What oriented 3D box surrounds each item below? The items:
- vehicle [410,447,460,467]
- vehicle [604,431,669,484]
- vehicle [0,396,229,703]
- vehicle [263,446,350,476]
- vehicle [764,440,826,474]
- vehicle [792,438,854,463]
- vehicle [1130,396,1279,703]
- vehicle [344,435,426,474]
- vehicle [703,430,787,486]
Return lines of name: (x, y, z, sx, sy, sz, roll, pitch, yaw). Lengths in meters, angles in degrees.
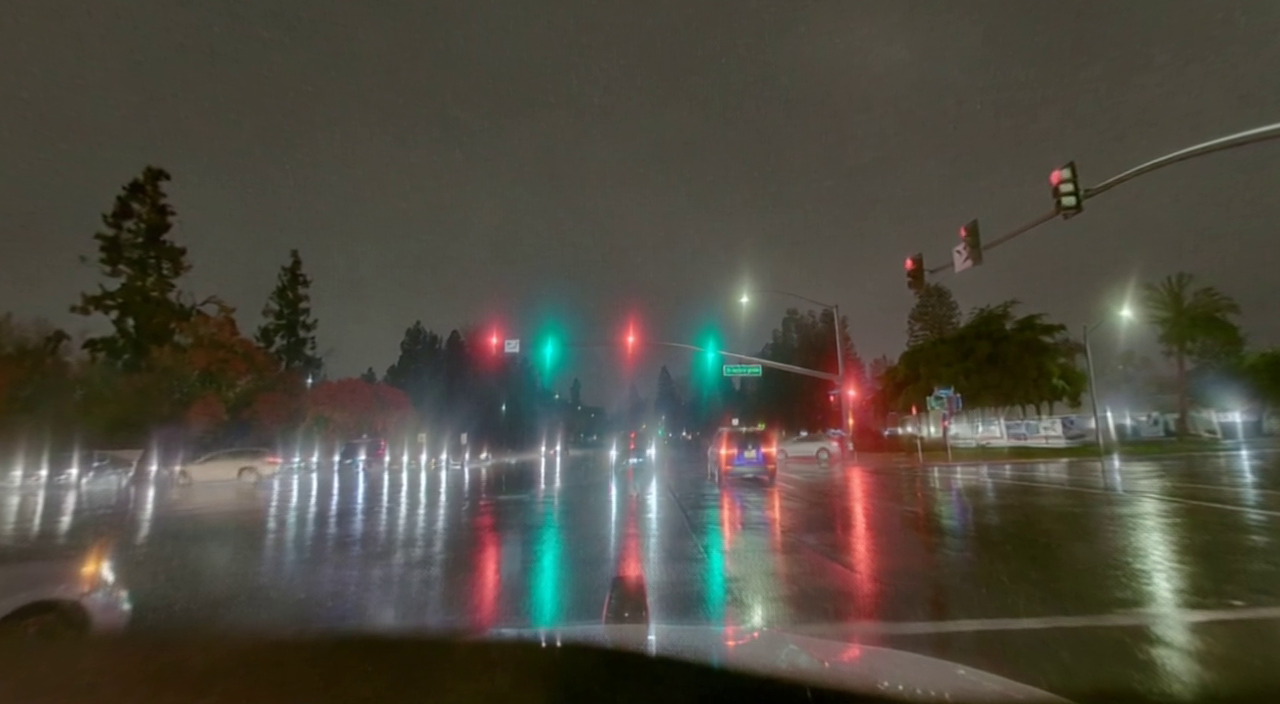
vehicle: (-14.084, 7.221, 43.575, 1.926, 1.325, 4.162, -1, -8, 2)
vehicle: (-0.119, 3.863, 23.293, 2.215, 1.749, 3.976, 0, -8, 0)
vehicle: (-3.592, 0.816, 1.752, 1.941, 1.492, 4.399, 0, -8, 0)
vehicle: (-17.549, 5.749, 33.428, 2.086, 1.458, 4.457, 0, -8, 2)
vehicle: (7.036, 4.809, 29.000, 1.847, 1.432, 4.039, 0, -8, 1)
vehicle: (13.891, 7.476, 48.180, 2.171, 1.786, 4.943, 2, -9, -17)
vehicle: (3.057, 0.648, 0.475, 1.960, 1.460, 4.233, 0, -8, 0)
vehicle: (-13.993, 5.641, 35.032, 2.196, 1.961, 5.359, 0, -8, 2)
vehicle: (3.450, 3.607, 21.715, 2.097, 1.707, 4.461, 0, -8, 0)
